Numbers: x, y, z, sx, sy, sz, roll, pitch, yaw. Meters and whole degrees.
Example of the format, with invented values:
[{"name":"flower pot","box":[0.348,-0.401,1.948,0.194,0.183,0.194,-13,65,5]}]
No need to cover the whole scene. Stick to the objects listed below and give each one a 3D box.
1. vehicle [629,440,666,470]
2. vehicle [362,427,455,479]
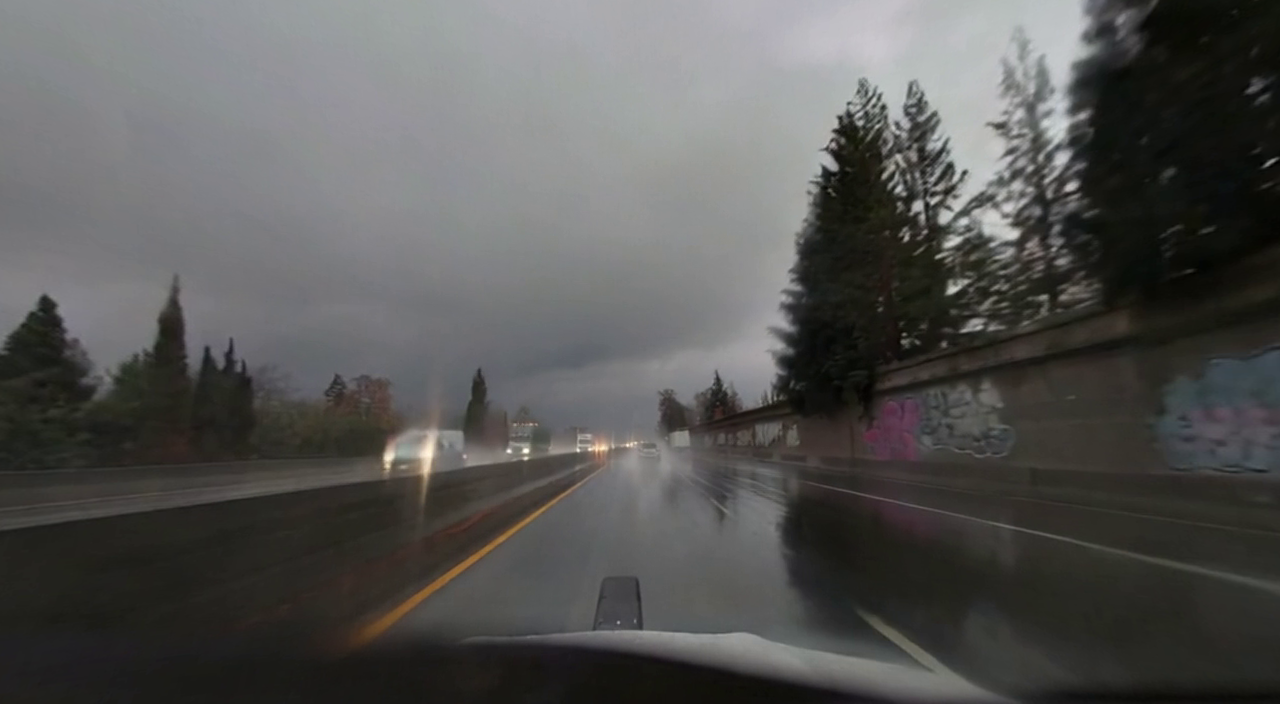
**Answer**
[{"name":"vehicle","box":[0.384,6.156,37.623,2.095,1.671,4.219,0,-9,-1]},{"name":"vehicle","box":[-12.385,5.487,34.222,2.320,2.532,6.628,-1,-9,2]}]
